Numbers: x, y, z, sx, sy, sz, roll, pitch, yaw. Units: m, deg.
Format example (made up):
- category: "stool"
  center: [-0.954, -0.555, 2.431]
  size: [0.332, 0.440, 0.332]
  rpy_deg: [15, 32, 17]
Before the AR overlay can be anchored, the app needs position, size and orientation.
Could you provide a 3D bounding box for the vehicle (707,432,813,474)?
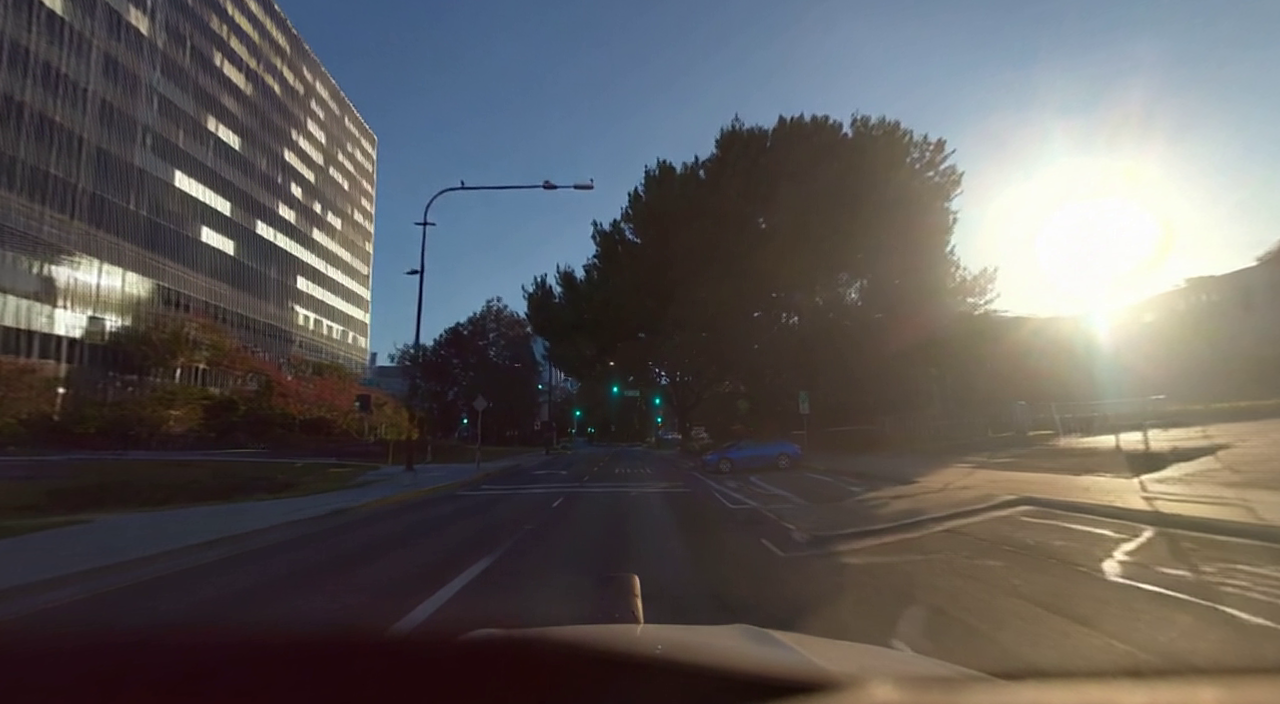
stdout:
- category: "vehicle"
  center: [4.758, 3.936, 24.882]
  size: [3.844, 1.524, 1.847]
  rpy_deg: [4, -9, -32]
